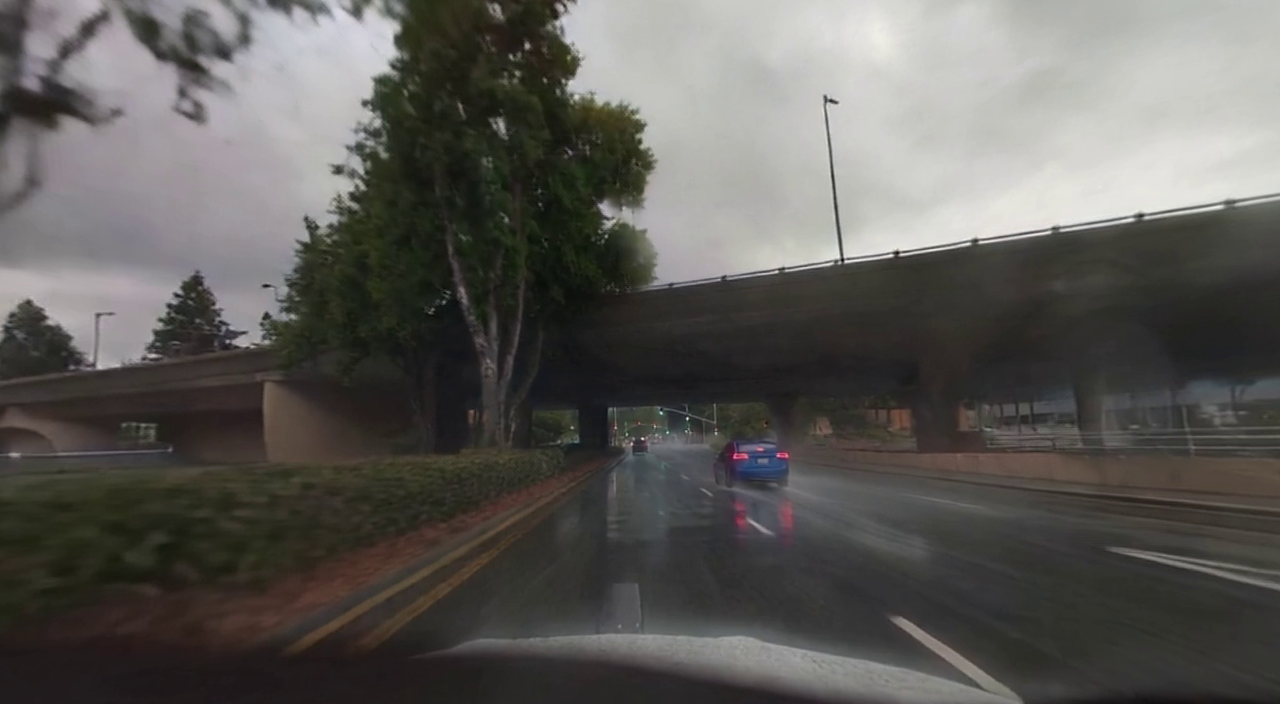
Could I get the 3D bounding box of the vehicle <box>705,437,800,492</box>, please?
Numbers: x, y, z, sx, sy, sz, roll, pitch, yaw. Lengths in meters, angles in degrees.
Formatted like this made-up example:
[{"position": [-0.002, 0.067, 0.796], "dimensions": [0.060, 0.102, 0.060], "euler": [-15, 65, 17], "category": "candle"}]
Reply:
[{"position": [3.357, 3.459, 19.811], "dimensions": [2.062, 1.484, 4.332], "euler": [0, -8, -1], "category": "vehicle"}]
